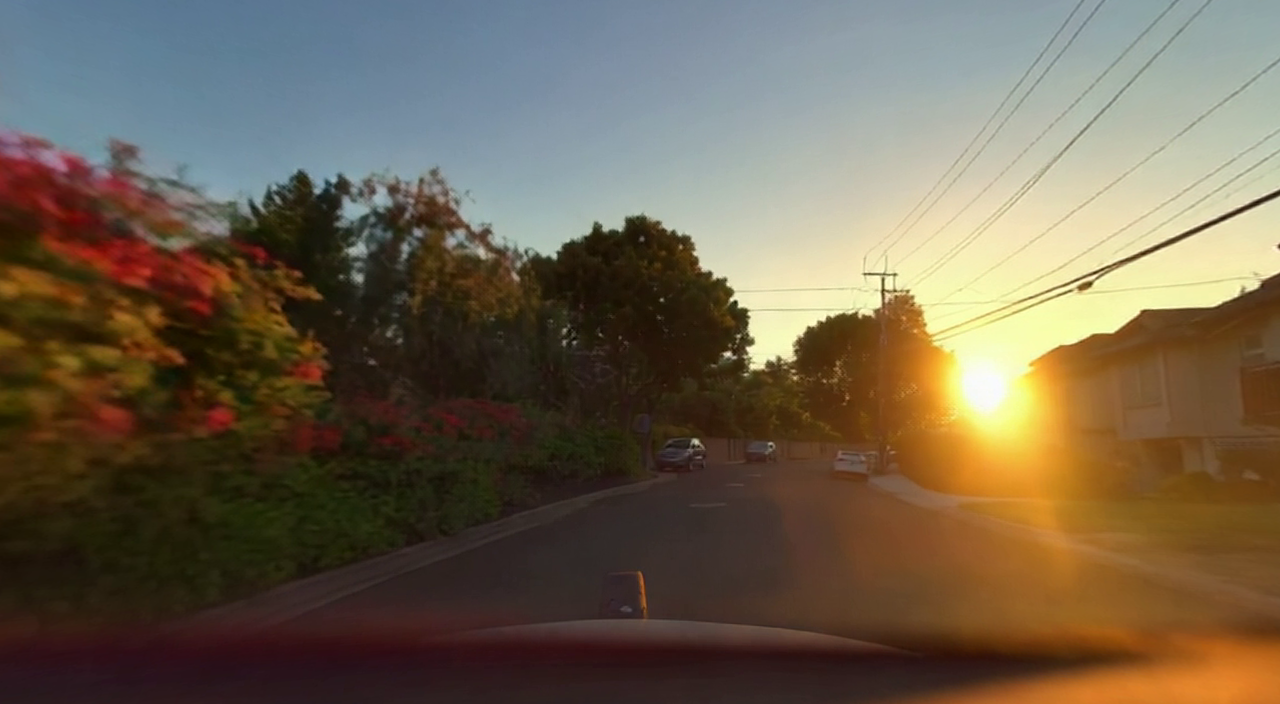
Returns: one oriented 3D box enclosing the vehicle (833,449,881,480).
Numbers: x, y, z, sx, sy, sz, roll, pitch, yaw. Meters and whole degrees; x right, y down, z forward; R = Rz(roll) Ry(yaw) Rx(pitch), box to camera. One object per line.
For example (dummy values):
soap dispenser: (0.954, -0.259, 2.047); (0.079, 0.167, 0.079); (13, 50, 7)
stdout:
vehicle: (11.473, 5.908, 33.607); (2.151, 1.468, 5.066); (-3, -9, 17)
